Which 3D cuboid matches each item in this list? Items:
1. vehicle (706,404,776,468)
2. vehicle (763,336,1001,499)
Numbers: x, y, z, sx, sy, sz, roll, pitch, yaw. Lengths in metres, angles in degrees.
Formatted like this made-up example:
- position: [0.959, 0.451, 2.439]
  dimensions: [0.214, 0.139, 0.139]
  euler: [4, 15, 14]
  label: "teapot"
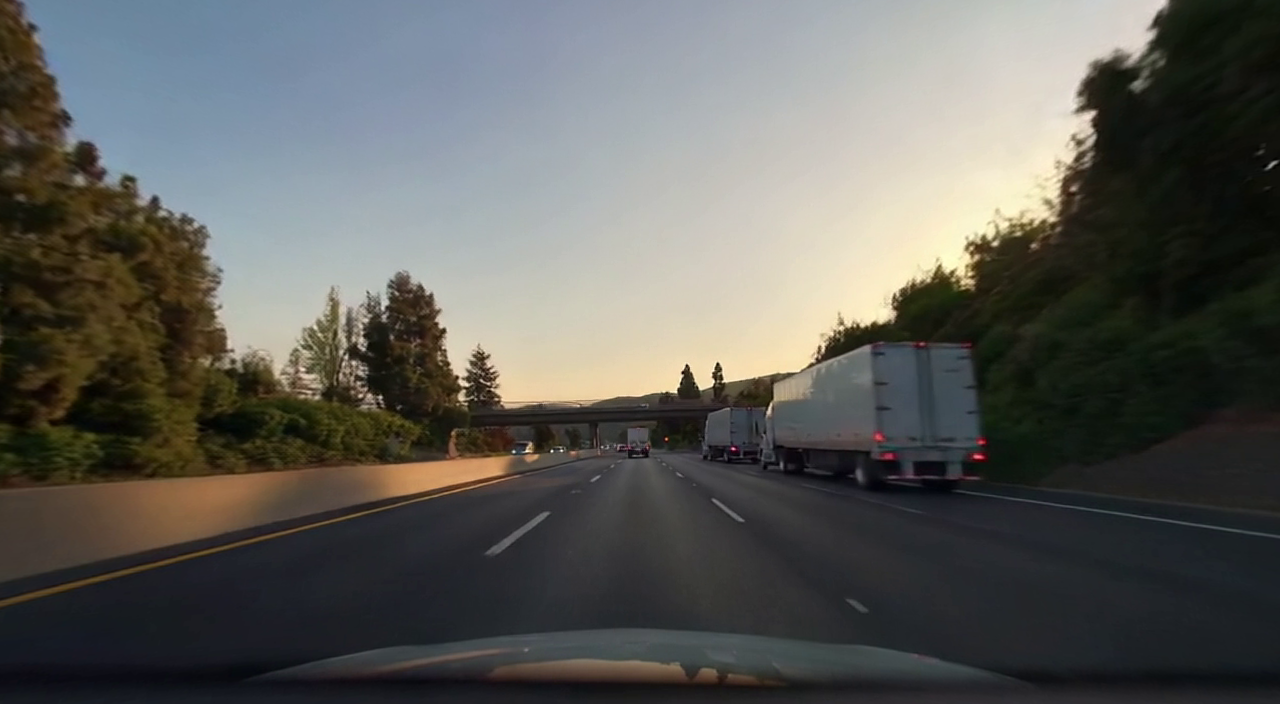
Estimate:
- position: [7.219, 6.515, 47.785]
  dimensions: [2.937, 4.105, 14.800]
  euler: [0, -9, 0]
  label: "vehicle"
- position: [7.388, 2.700, 22.841]
  dimensions: [2.906, 4.070, 14.134]
  euler: [0, -9, 0]
  label: "vehicle"
